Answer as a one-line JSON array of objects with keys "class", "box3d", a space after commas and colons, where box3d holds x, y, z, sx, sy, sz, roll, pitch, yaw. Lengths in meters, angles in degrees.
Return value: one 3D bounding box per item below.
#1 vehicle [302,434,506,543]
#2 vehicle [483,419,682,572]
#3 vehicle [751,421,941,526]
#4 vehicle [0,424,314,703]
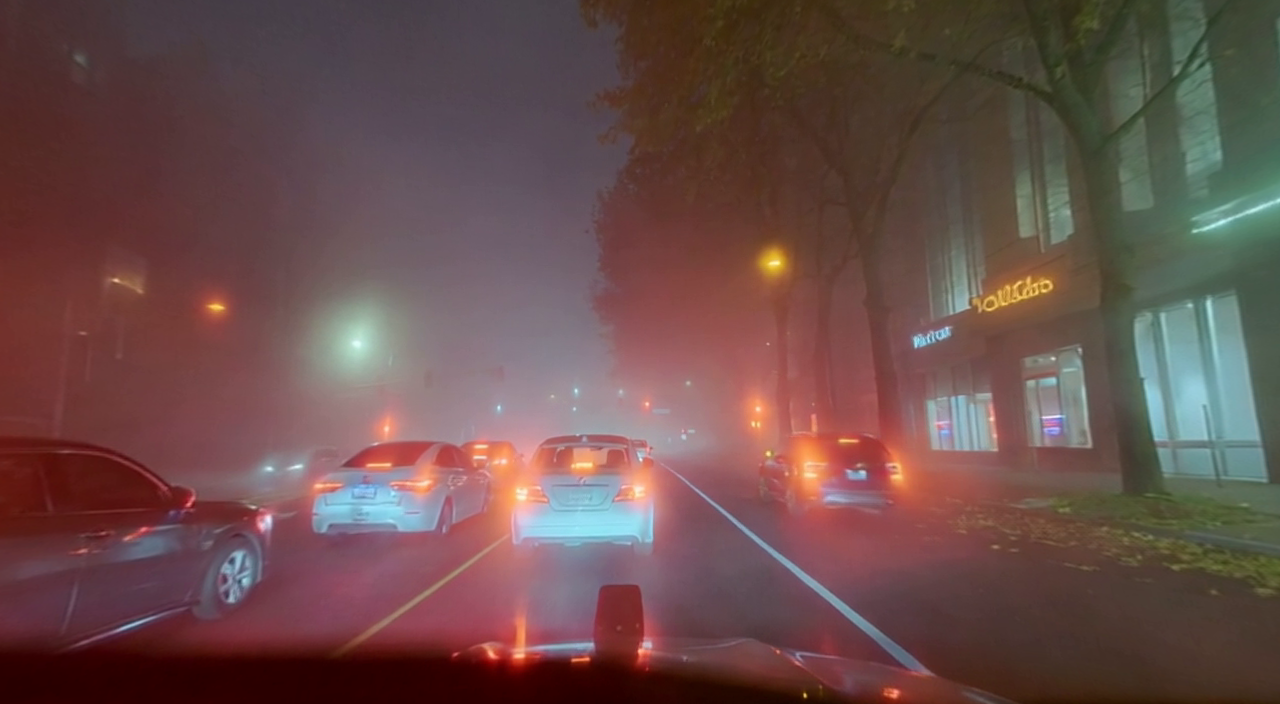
[{"class": "vehicle", "box3d": [-3.733, 2.217, 10.933, 1.950, 1.487, 4.130, 0, -9, 0]}, {"class": "vehicle", "box3d": [-0.618, 1.772, 8.532, 2.042, 1.555, 3.912, 0, -9, -1]}, {"class": "vehicle", "box3d": [3.670, 2.260, 12.285, 2.097, 1.651, 4.300, 0, -9, -2]}, {"class": "vehicle", "box3d": [-4.129, 1.186, 3.710, 2.020, 1.457, 4.496, 0, -9, 0]}]
